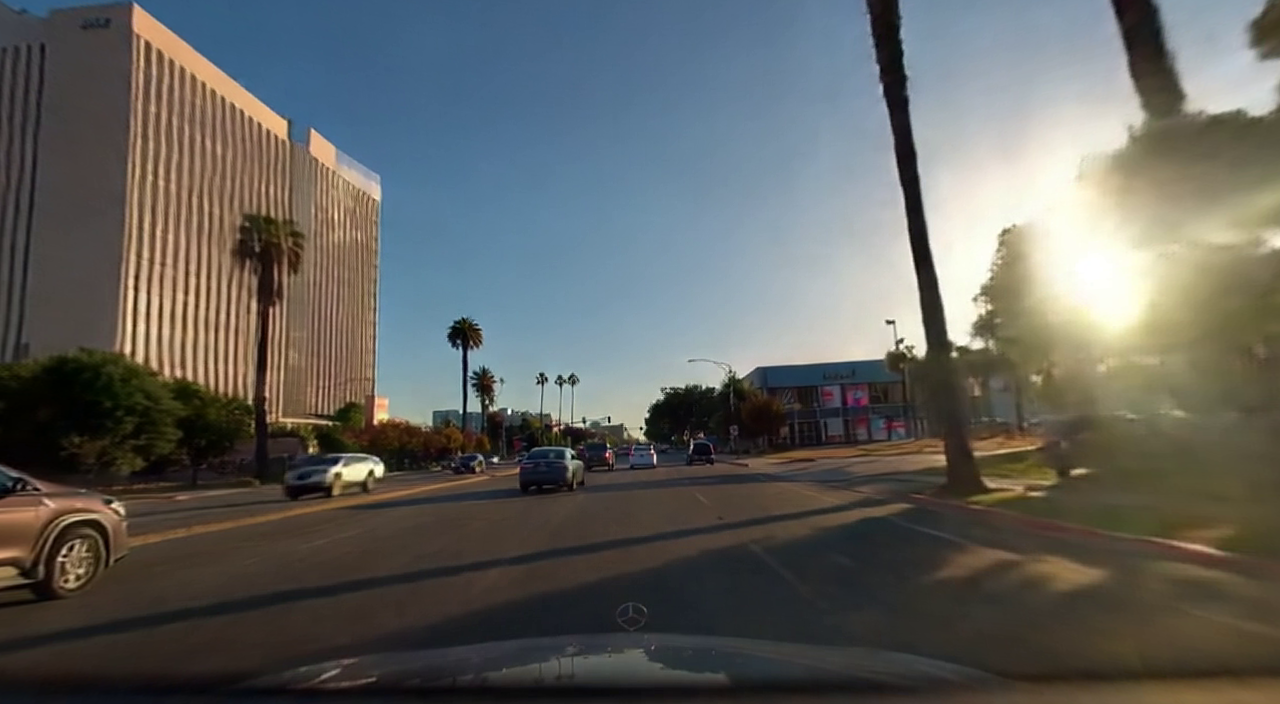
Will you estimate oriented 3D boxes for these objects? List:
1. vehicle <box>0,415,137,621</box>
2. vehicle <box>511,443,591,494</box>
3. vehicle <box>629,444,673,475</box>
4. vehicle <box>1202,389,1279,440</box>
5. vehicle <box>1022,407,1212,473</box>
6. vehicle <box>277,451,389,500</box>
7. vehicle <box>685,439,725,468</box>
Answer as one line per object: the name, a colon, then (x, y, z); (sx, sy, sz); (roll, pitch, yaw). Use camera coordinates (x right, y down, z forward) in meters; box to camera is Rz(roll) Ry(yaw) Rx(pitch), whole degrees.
vehicle: (-6.466, 1.277, 4.447); (2.030, 1.730, 4.506); (-1, -8, 1)
vehicle: (-2.835, 3.834, 21.103); (1.908, 1.505, 4.369); (-1, -8, 2)
vehicle: (0.558, 5.612, 33.076); (2.147, 1.507, 3.953); (0, -8, 1)
vehicle: (22.212, 2.336, 22.789); (4.554, 1.635, 1.864); (6, -11, -37)
vehicle: (12.113, 2.278, 16.014); (4.378, 1.463, 1.824); (5, -10, -23)
vehicle: (-11.745, 4.719, 24.541); (2.034, 1.649, 4.577); (0, -8, 0)
vehicle: (4.211, 6.680, 41.698); (2.108, 1.785, 4.334); (0, -8, -1)
